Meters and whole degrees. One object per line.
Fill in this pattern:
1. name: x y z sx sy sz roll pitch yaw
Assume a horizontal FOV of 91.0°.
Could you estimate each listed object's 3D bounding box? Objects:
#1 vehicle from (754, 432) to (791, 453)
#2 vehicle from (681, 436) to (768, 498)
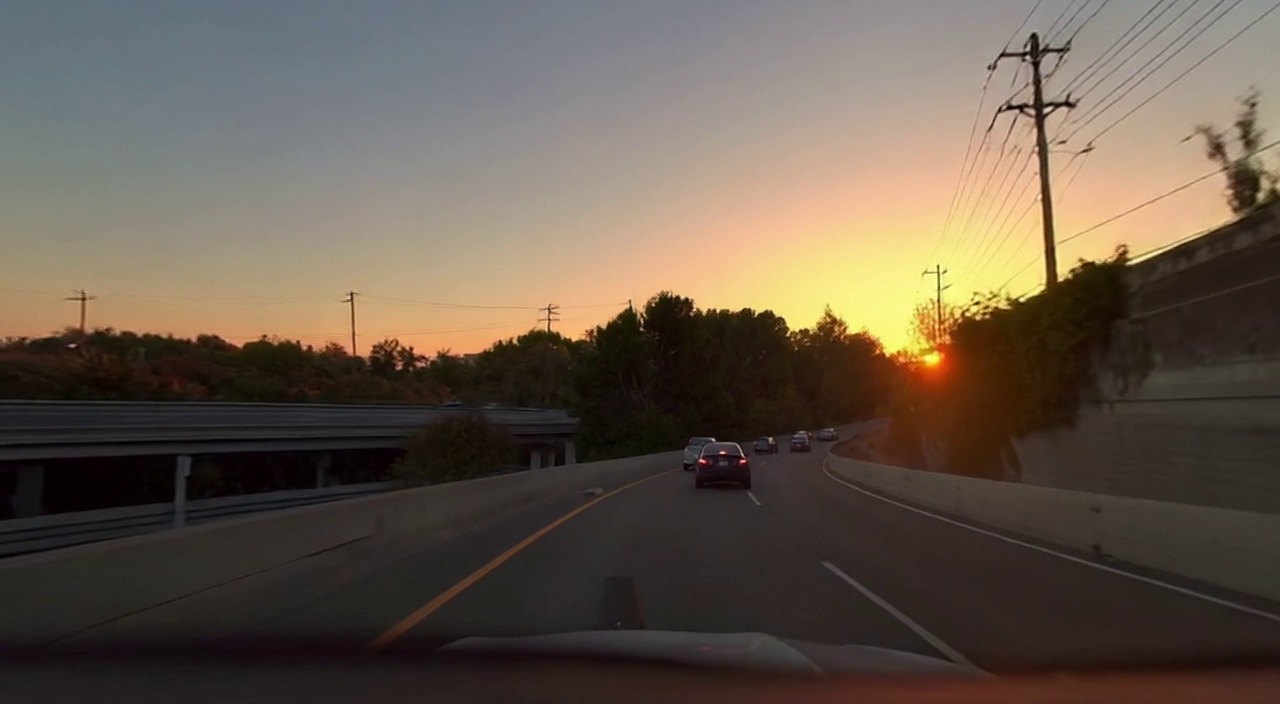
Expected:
1. vehicle: 9.992 6.800 47.371 1.931 1.485 4.191 -4 -9 22
2. vehicle: 2.311 3.116 17.518 2.091 1.482 4.321 -1 -9 7
